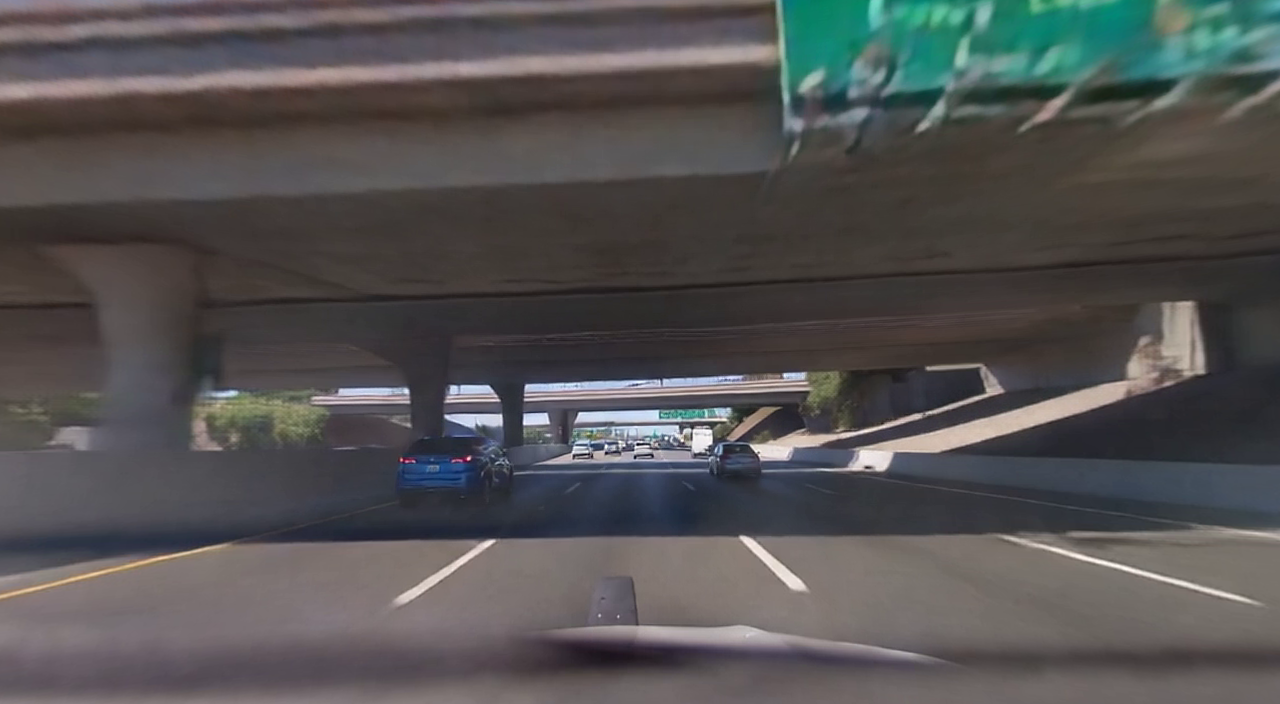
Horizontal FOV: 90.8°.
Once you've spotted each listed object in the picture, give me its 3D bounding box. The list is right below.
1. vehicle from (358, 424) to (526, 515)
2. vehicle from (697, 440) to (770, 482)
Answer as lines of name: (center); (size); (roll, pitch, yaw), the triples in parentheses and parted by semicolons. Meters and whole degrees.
vehicle: (-3.975, 2.433, 13.550); (2.193, 1.641, 4.077); (0, -8, 1)
vehicle: (3.464, 4.124, 24.194); (2.083, 1.453, 4.307); (0, -8, -1)
